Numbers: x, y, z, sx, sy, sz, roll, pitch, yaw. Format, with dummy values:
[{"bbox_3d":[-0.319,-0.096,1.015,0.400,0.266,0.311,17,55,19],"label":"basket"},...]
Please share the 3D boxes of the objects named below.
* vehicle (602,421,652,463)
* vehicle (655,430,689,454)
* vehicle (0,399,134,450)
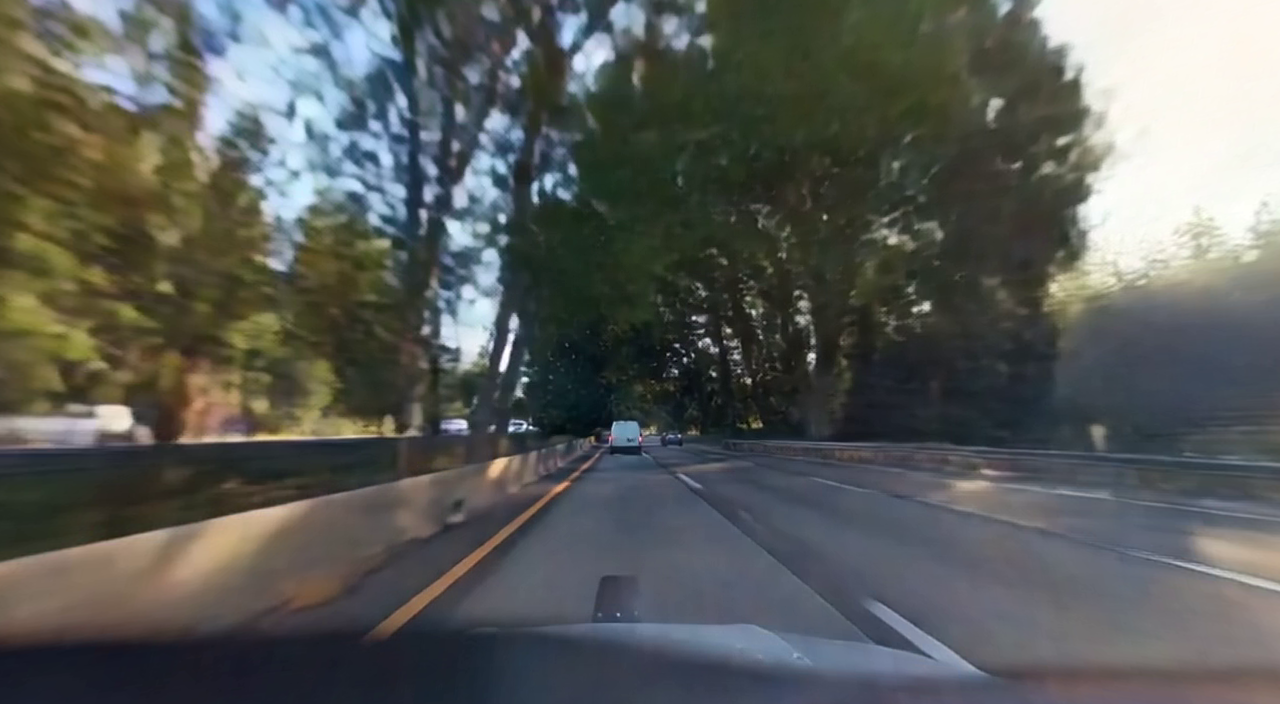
[{"bbox_3d":[-0.742,4.687,32.859,2.403,1.994,4.683,0,-8,-3],"label":"vehicle"},{"bbox_3d":[2.265,6.504,45.595,1.996,1.589,3.715,0,-8,-4],"label":"vehicle"},{"bbox_3d":[-19.444,2.443,20.937,1.966,1.528,3.953,0,-8,-1],"label":"vehicle"}]
